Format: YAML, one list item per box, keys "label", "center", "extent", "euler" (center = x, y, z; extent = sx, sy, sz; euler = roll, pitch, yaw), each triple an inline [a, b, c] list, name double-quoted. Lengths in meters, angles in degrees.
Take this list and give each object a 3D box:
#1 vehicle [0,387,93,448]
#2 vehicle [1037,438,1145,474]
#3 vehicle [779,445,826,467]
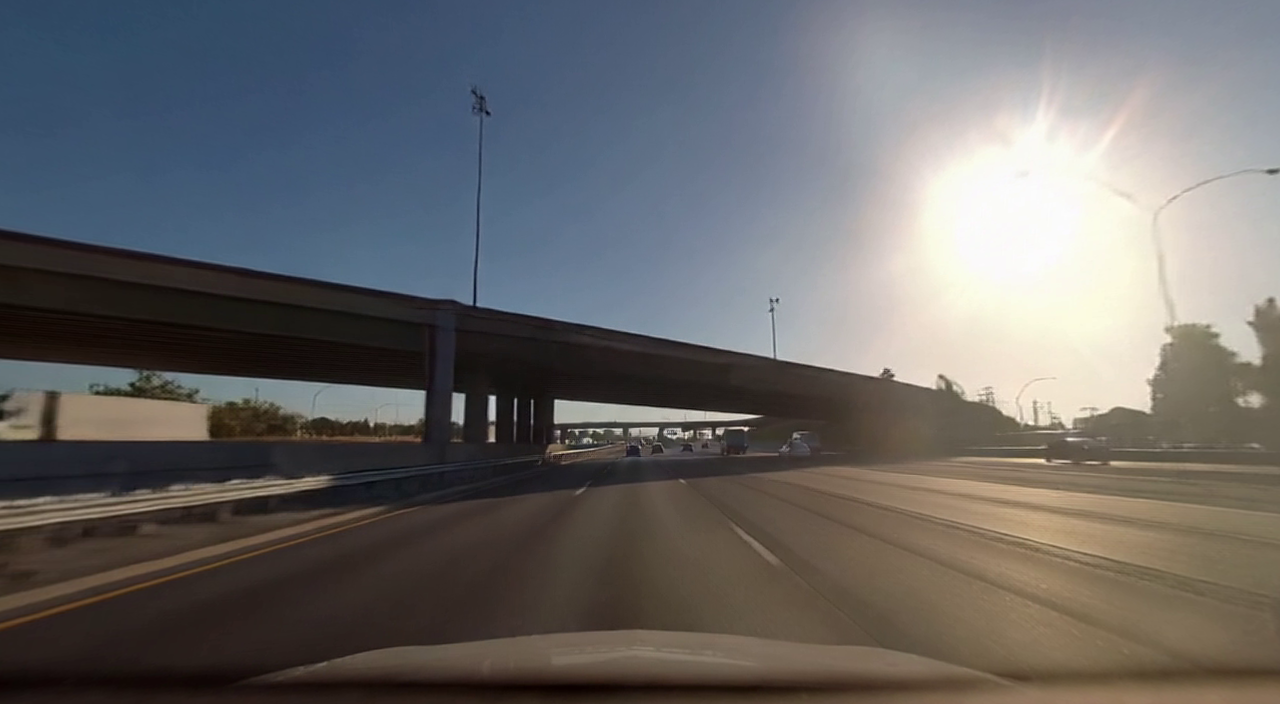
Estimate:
- label: "vehicle"
  center: [-41.284, 4.443, 41.548]
  extent: [3.048, 3.722, 7.897]
  euler: [0, -8, 0]
- label: "vehicle"
  center: [25.562, 5.876, 35.953]
  extent: [2.074, 1.881, 5.056]
  euler: [1, -8, -5]
- label: "vehicle"
  center: [11.695, 7.500, 45.559]
  extent: [2.017, 1.478, 4.364]
  euler: [0, -8, -3]
